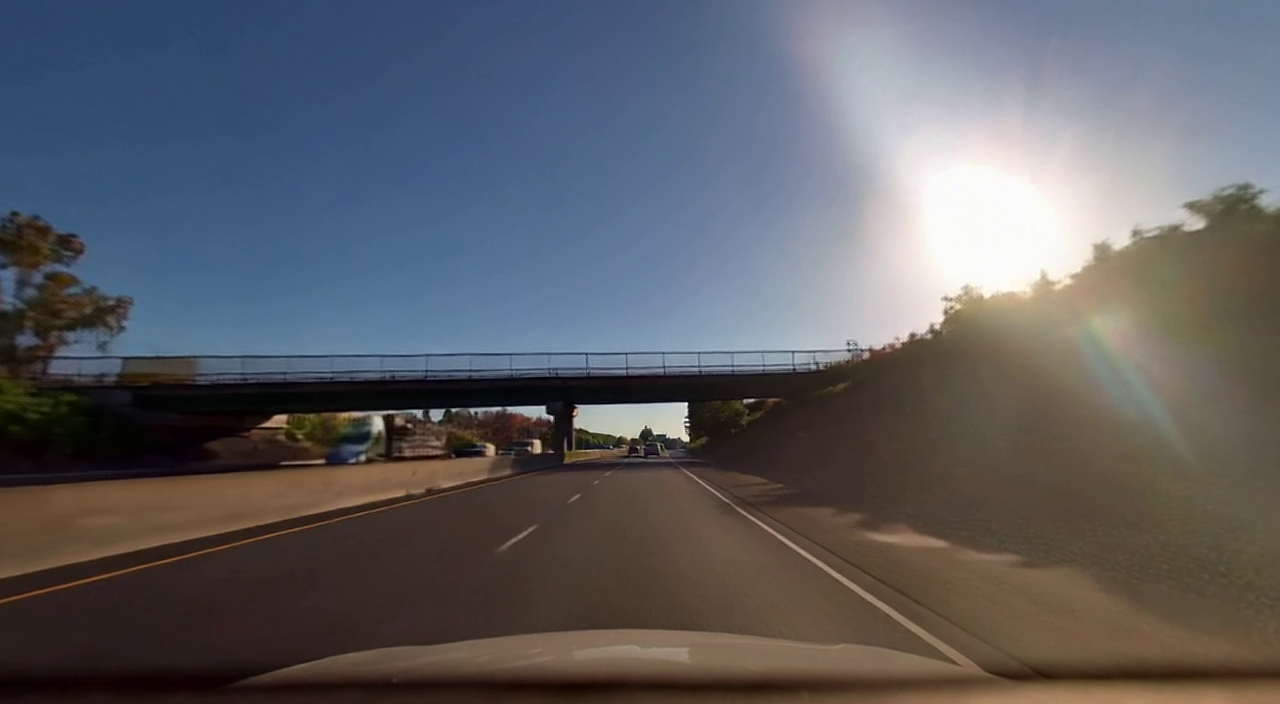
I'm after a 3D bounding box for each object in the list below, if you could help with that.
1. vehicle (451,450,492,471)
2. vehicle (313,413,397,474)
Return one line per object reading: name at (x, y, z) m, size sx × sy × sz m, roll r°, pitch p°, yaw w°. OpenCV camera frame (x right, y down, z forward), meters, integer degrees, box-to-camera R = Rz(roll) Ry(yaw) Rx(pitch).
vehicle at (-12.506, 8.092, 47.096) m, size 1.897 × 1.461 × 4.172 m, roll 0°, pitch -9°, yaw 1°
vehicle at (-20.060, 6.569, 44.881) m, size 3.007 × 4.007 × 5.965 m, roll 0°, pitch -9°, yaw 1°
